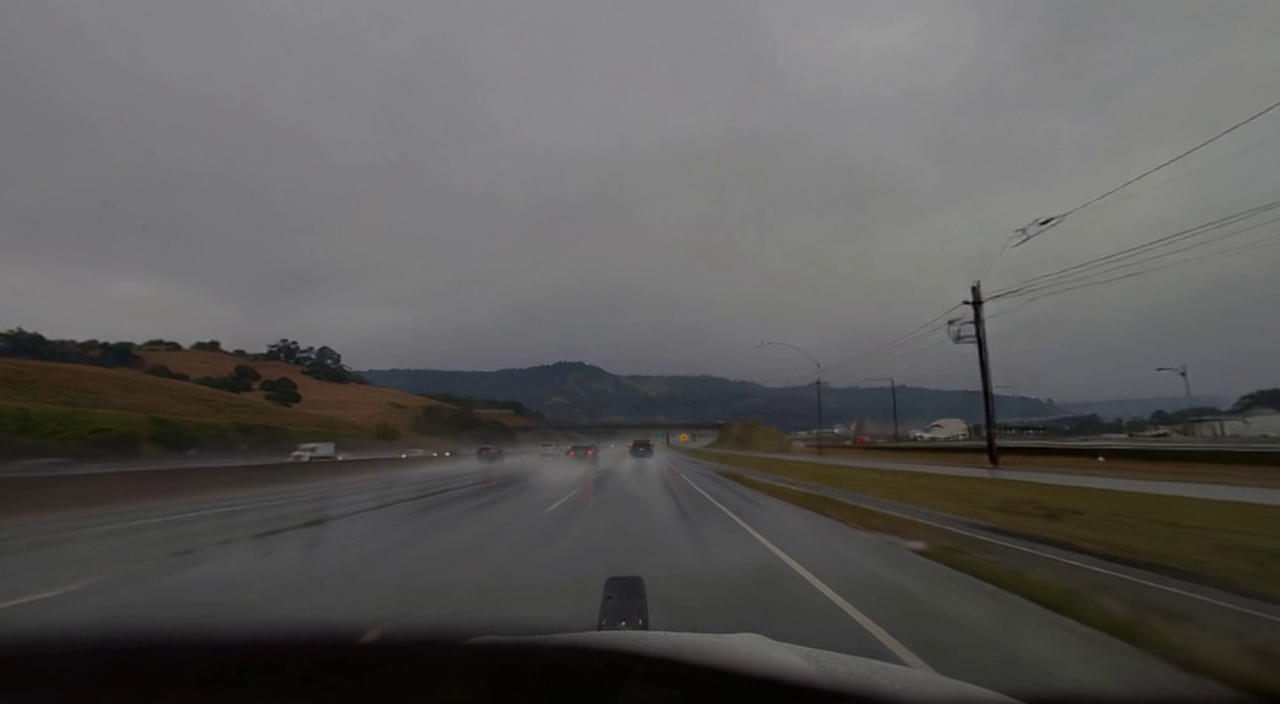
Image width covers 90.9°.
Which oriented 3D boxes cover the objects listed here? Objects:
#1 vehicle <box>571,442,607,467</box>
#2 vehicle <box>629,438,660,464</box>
[{"bbox_3d":[-3.372,6.882,42.441,1.967,1.517,4.808,0,-9,0],"label":"vehicle"},{"bbox_3d":[0.288,7.302,46.600,2.194,1.737,4.127,0,-9,-1],"label":"vehicle"}]
